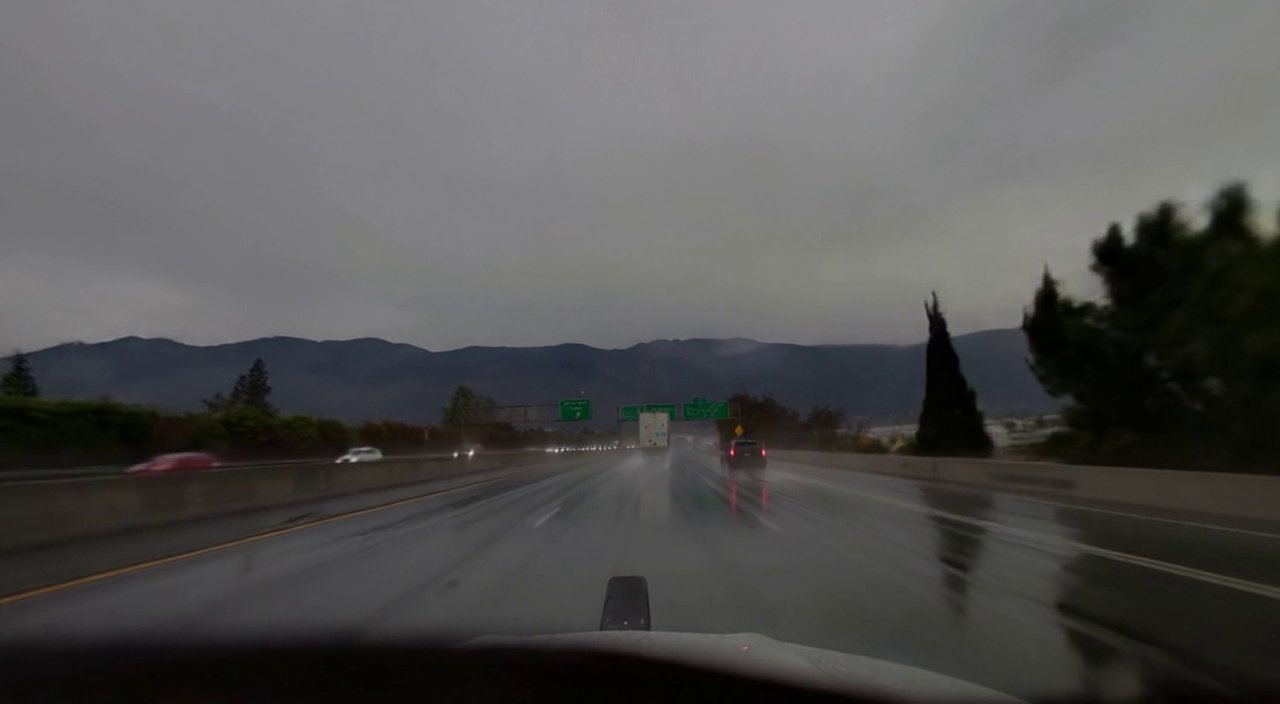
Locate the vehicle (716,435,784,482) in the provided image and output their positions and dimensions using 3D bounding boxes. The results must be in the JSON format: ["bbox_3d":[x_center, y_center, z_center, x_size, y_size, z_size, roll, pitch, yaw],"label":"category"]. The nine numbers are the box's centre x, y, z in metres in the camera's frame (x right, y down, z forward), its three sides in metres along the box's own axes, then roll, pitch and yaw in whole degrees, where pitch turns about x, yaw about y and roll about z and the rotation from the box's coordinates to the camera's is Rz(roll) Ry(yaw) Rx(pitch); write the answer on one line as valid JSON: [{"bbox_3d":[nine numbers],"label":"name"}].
[{"bbox_3d":[4.068,3.995,23.936,1.880,1.624,3.941,0,-8,0],"label":"vehicle"}]
